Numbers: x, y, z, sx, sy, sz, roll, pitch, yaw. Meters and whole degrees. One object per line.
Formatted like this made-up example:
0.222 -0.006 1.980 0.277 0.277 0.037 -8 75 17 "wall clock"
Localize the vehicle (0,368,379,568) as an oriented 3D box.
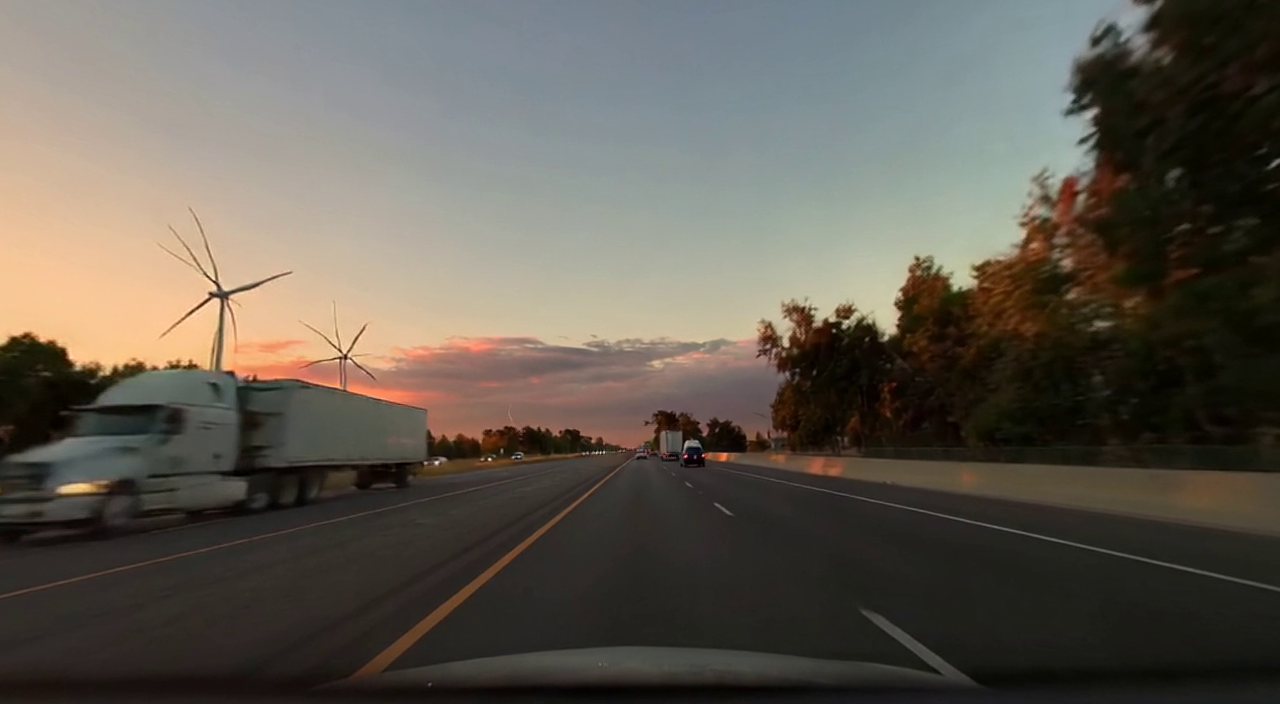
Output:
-8.193 2.205 12.583 2.700 2.772 7.443 0 -9 0 "vehicle"
